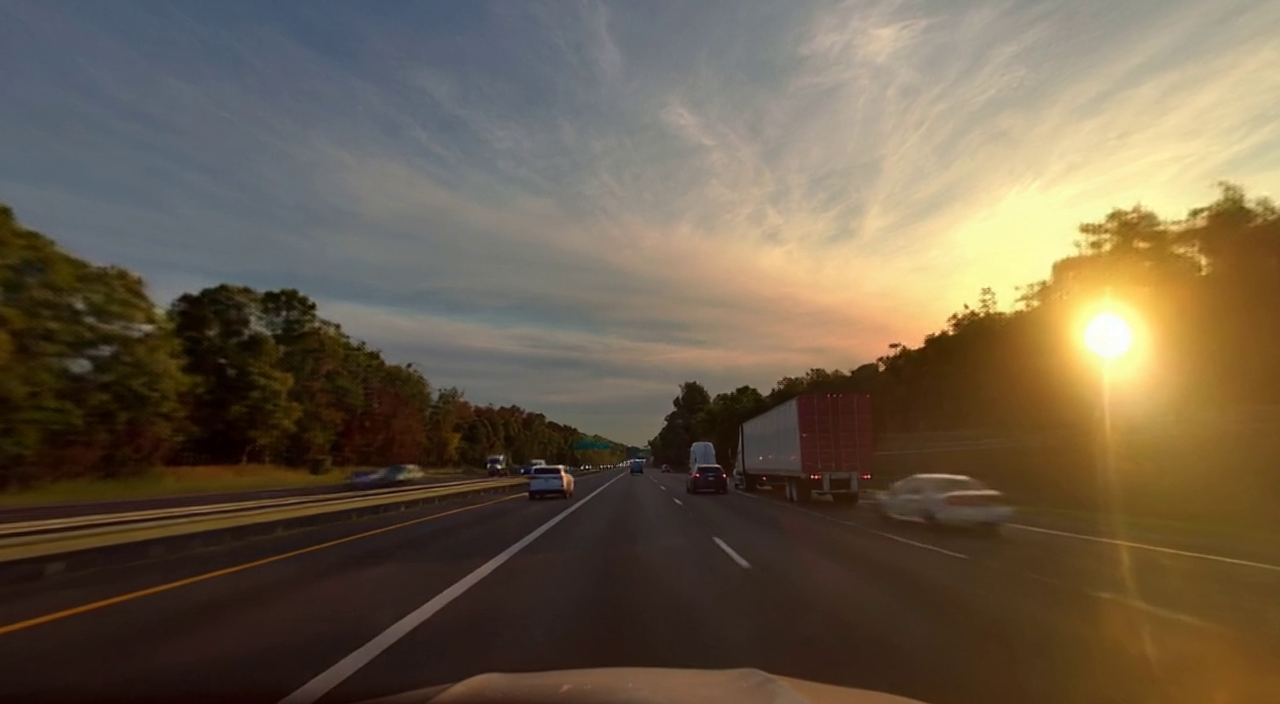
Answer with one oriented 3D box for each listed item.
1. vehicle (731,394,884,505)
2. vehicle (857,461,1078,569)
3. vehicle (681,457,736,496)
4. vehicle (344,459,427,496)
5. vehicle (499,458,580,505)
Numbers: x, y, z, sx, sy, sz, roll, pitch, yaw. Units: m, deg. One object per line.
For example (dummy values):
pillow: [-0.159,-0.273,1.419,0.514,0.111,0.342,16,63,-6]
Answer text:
vehicle: [7.484,5.176,32.160,2.861,4.086,17.499,1,-10,-1]
vehicle: [5.262,2.642,10.749,1.672,1.475,3.733,1,-11,-2]
vehicle: [3.220,6.011,30.477,2.050,1.708,4.457,1,-10,-1]
vehicle: [-11.319,5.623,28.319,1.891,1.454,4.435,1,-10,0]
vehicle: [-3.526,4.662,22.911,2.065,1.485,4.682,1,-10,1]
